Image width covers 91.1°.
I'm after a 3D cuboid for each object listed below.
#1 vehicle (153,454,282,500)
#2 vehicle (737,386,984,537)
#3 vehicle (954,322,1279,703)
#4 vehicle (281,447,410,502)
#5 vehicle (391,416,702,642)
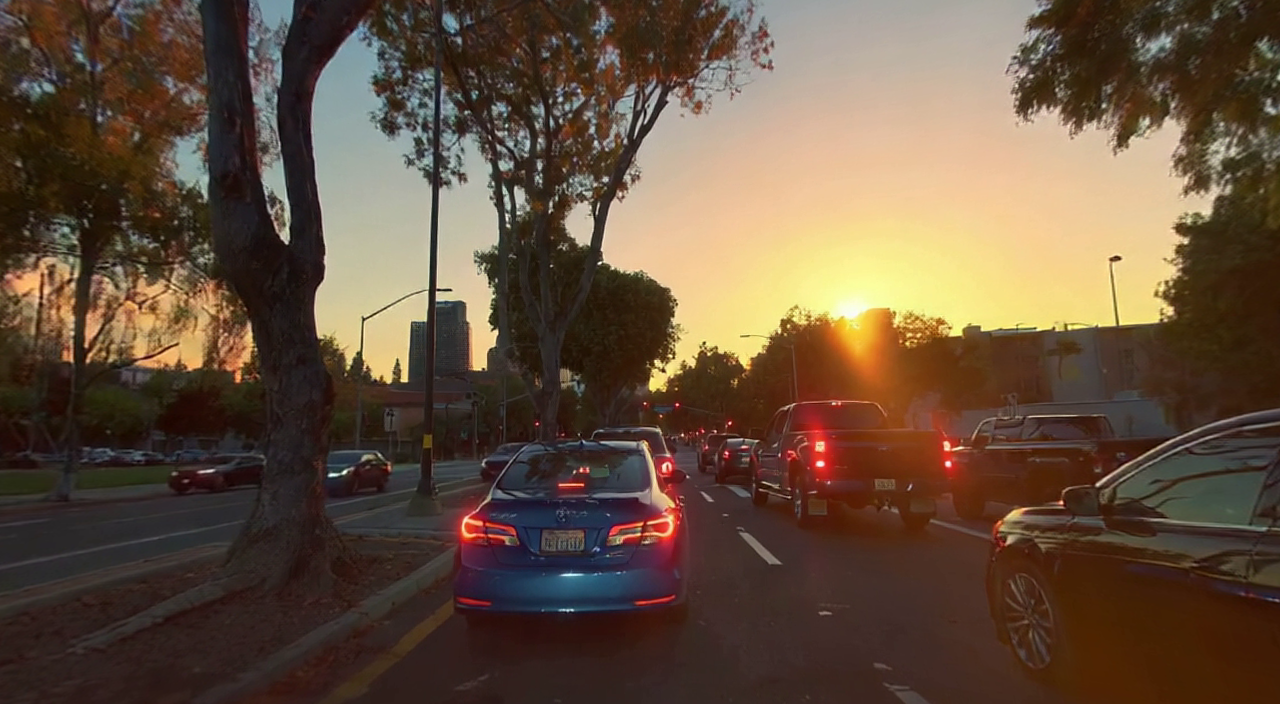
[{"bbox_3d":[-16.170,4.751,24.319,1.966,1.563,4.203,0,-9,2],"label":"vehicle"},{"bbox_3d":[3.518,1.956,11.705,2.444,2.098,5.766,0,-8,-1],"label":"vehicle"},{"bbox_3d":[3.161,0.754,2.071,1.982,1.709,4.427,0,-9,1],"label":"vehicle"},{"bbox_3d":[-9.290,3.866,20.297,1.925,1.524,4.440,0,-9,2],"label":"vehicle"},{"bbox_3d":[-0.578,1.500,6.335,2.111,1.506,4.018,0,-9,2],"label":"vehicle"}]
